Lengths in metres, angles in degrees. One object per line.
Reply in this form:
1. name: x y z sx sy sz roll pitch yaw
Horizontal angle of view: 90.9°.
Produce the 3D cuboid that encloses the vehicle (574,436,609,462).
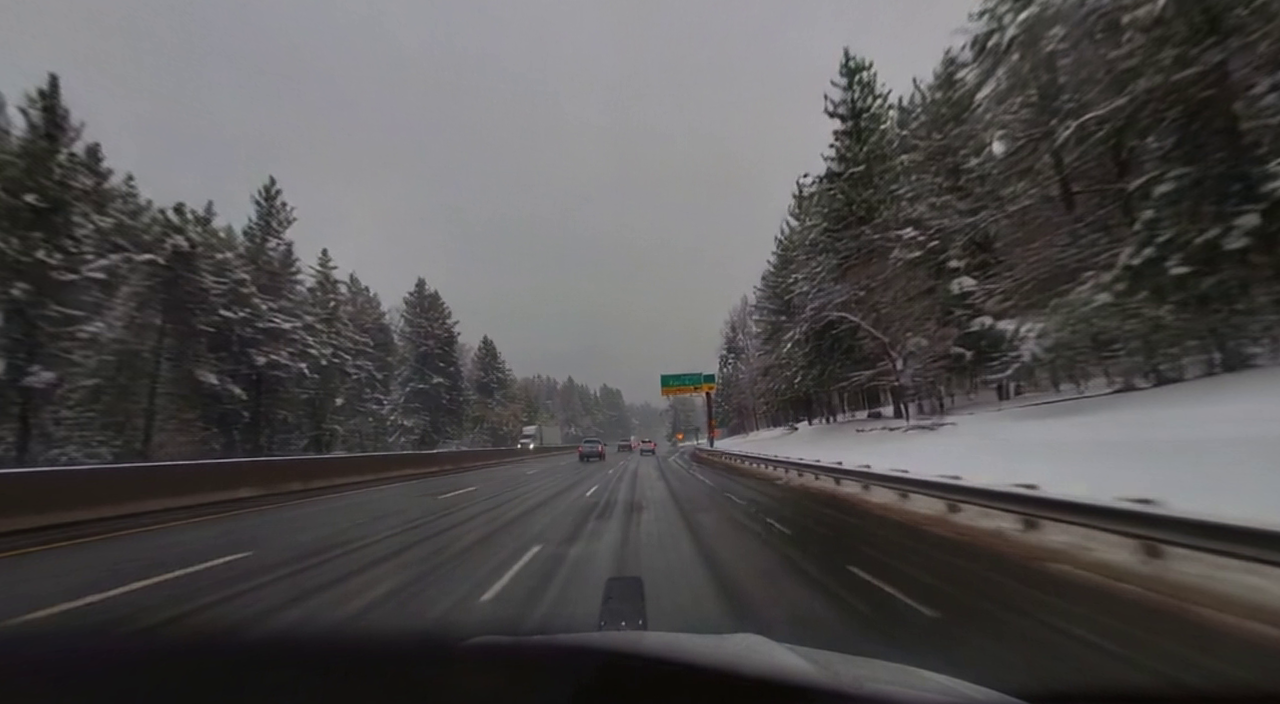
1. vehicle: -3.349 6.819 44.509 2.129 1.742 4.217 0 -8 1
